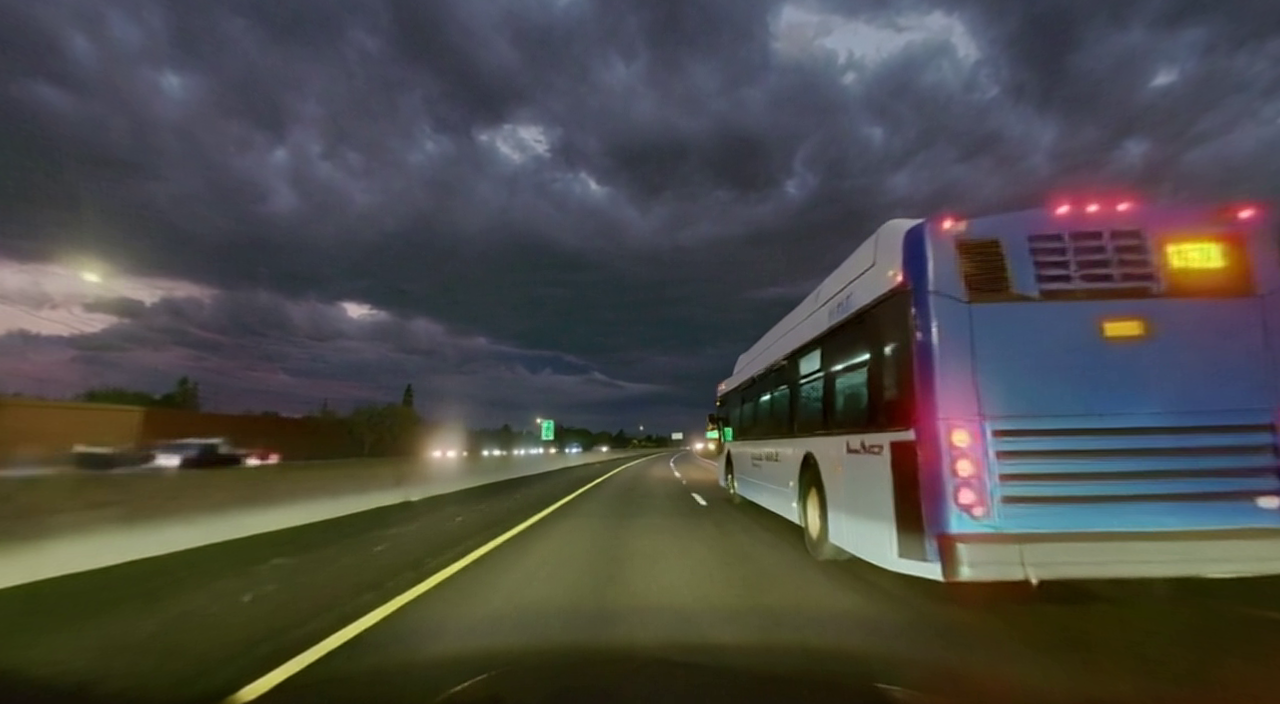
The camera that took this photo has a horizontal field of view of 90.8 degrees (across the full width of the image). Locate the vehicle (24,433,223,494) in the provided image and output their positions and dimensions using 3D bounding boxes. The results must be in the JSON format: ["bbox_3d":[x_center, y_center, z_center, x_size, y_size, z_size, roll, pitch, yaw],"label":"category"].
[{"bbox_3d":[-18.223,3.961,22.836,2.281,1.891,5.644,-1,-8,2],"label":"vehicle"}]

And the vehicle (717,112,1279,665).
[{"bbox_3d":[3.769,1.196,11.300,3.144,3.580,14.591,0,-8,1],"label":"vehicle"}]

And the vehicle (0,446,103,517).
[{"bbox_3d":[-14.483,2.733,13.317,2.099,1.471,4.756,0,-8,1],"label":"vehicle"}]
